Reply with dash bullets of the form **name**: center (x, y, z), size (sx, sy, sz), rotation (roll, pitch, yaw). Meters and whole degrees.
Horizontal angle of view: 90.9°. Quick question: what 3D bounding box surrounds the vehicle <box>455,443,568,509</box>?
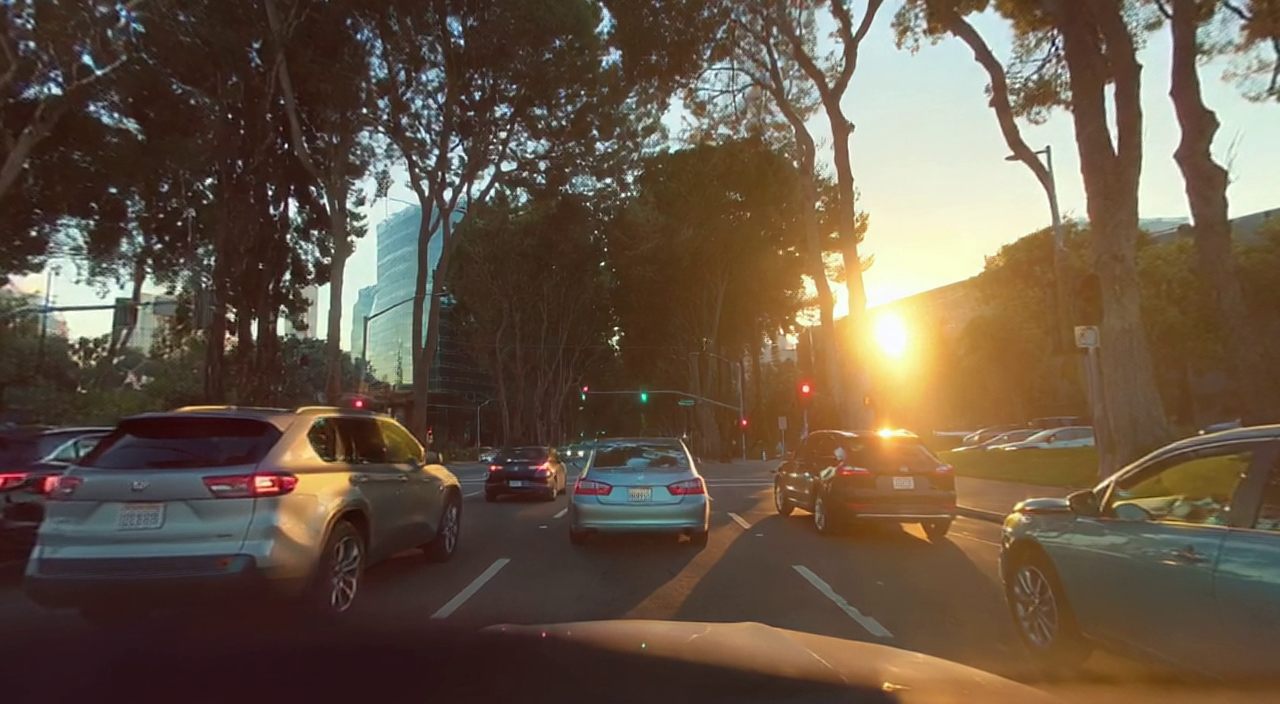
- **vehicle**: center (-3.072, 3.053, 16.018), size (1.975, 1.420, 4.196), rotation (0, -9, 1)

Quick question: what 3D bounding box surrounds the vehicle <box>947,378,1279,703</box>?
- **vehicle**: center (3.320, 0.968, 2.825), size (1.899, 1.588, 3.888), rotation (0, -9, 0)

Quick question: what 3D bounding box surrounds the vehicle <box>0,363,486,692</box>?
- **vehicle**: center (-3.126, 1.281, 5.764), size (2.168, 1.750, 4.625), rotation (-1, -9, 1)

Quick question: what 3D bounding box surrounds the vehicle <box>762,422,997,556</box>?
- **vehicle**: center (3.420, 2.046, 10.121), size (2.040, 1.647, 4.379), rotation (0, -9, 0)

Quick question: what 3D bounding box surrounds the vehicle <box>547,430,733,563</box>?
- **vehicle**: center (-0.018, 1.968, 9.317), size (2.147, 1.507, 3.953), rotation (0, -9, -1)
